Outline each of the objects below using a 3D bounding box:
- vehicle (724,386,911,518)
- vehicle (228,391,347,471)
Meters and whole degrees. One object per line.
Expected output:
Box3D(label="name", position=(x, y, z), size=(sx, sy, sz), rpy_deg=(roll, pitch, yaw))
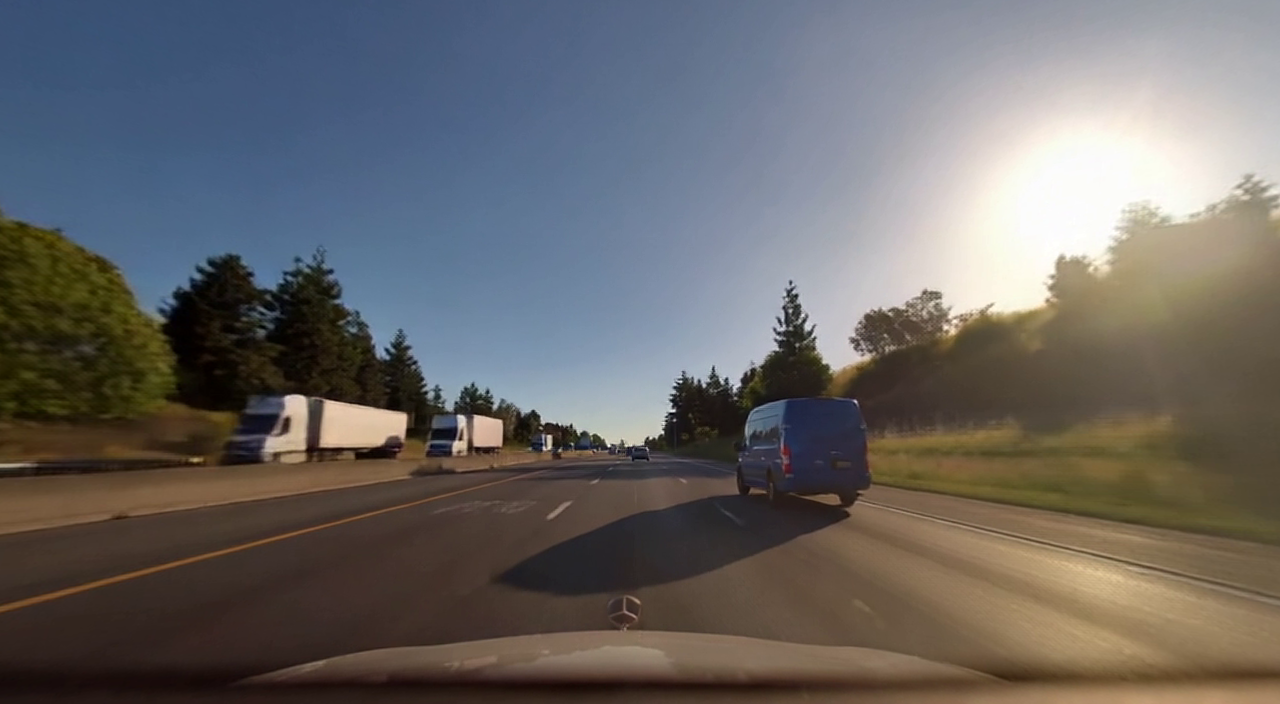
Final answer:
Box3D(label="vehicle", position=(3.856, 2.428, 15.524), size=(2.552, 2.524, 6.630), rpy_deg=(0, -9, -1))
Box3D(label="vehicle", position=(-19.517, 4.521, 35.498), size=(3.078, 4.095, 6.013), rpy_deg=(0, -9, 0))
